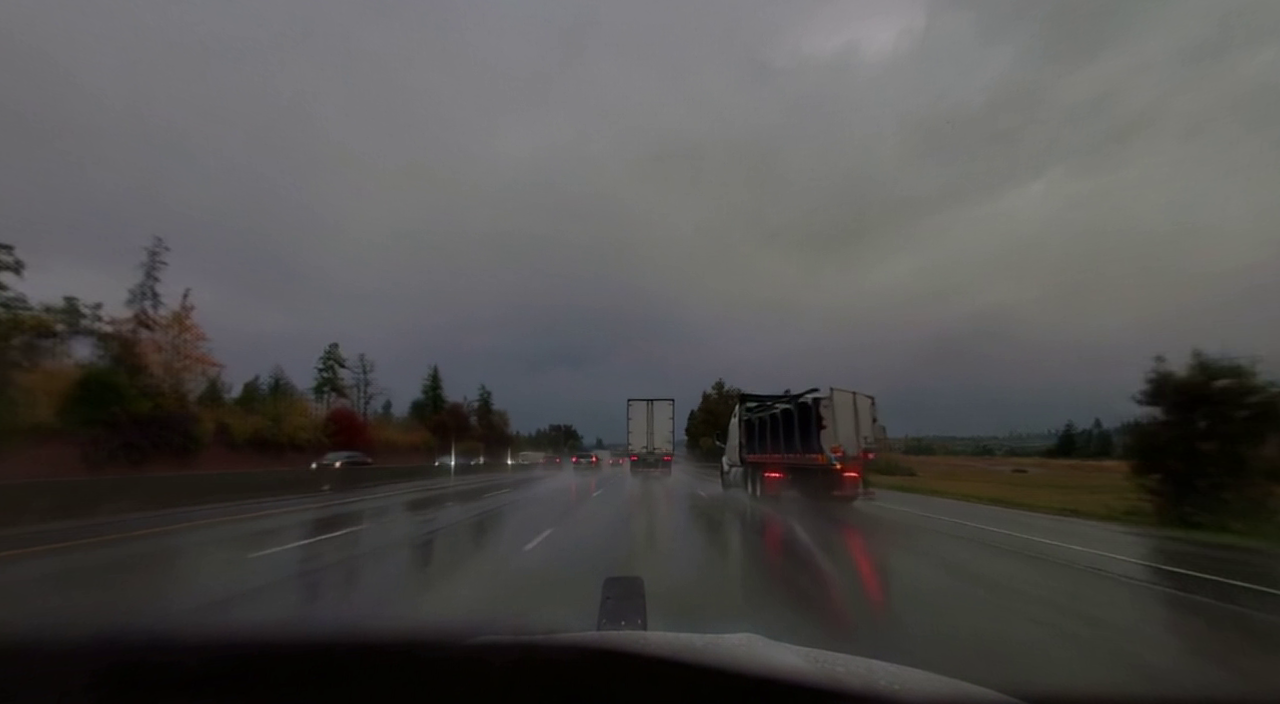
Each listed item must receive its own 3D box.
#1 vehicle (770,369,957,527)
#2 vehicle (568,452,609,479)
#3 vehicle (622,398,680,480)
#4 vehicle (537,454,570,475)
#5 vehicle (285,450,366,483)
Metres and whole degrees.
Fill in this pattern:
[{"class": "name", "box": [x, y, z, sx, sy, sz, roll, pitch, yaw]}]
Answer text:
[{"class": "vehicle", "box": [4.545, 2.065, 13.683, 2.565, 2.902, 3.798, 0, -9, 0]}, {"class": "vehicle", "box": [-3.072, 6.873, 38.433, 2.061, 1.555, 3.900, 0, -9, 1]}, {"class": "vehicle", "box": [0.531, 5.289, 37.501, 2.875, 4.056, 12.312, 0, -9, 0]}, {"class": "vehicle", "box": [-6.753, 8.819, 49.588, 1.926, 1.482, 3.959, 0, -9, 1]}, {"class": "vehicle", "box": [-18.414, 6.682, 37.200, 2.150, 1.800, 4.867, 0, -9, 2]}]
